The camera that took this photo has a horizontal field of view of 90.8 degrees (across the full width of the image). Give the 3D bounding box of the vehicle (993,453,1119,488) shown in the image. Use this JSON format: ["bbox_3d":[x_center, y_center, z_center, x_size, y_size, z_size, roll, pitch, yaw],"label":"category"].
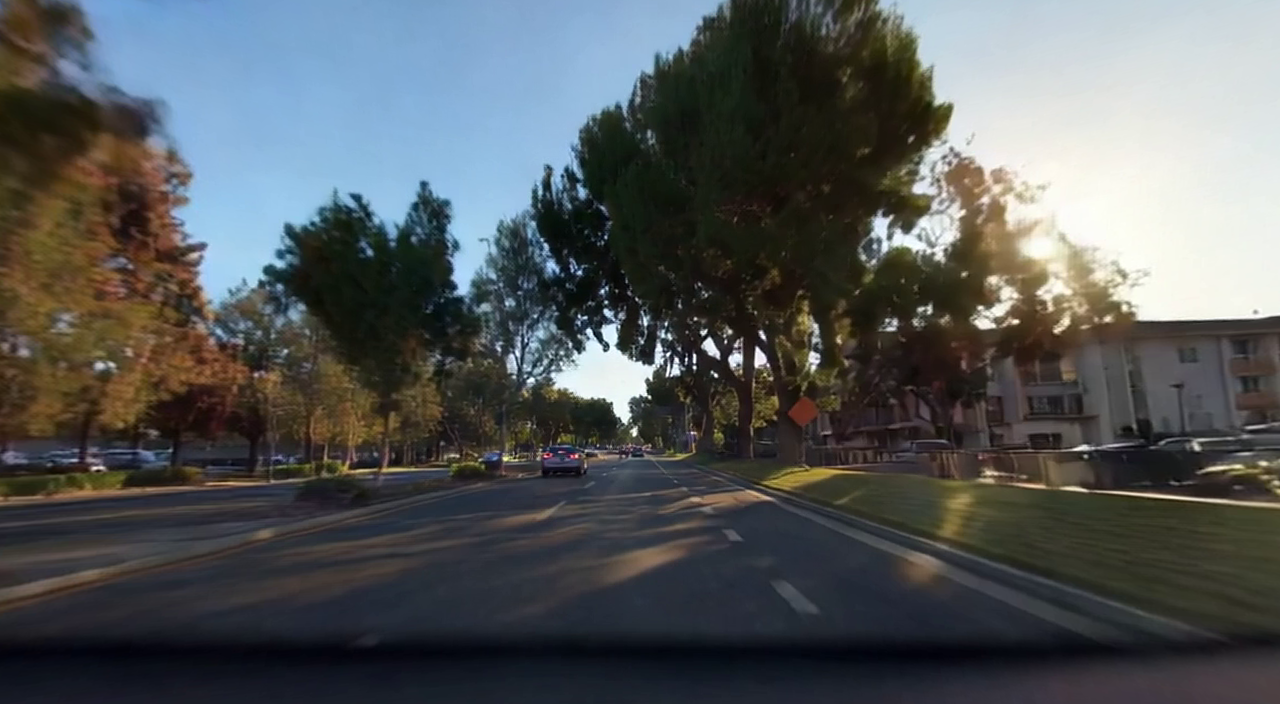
[{"bbox_3d":[17.948,5.113,27.338,4.230,1.384,1.882,1,-9,-7],"label":"vehicle"}]

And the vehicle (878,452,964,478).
[{"bbox_3d":[16.583,6.684,37.429,4.172,1.407,1.931,1,-9,-7],"label":"vehicle"}]

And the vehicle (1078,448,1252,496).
[{"bbox_3d":[18.526,4.210,22.441,4.520,1.557,2.056,1,-9,-6],"label":"vehicle"}]

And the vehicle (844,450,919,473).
[{"bbox_3d":[16.291,7.377,42.691,4.226,1.499,1.943,1,-9,-10],"label":"vehicle"}]

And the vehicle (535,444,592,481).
[{"bbox_3d":[-3.364,4.939,28.517,2.030,1.550,3.925,0,-8,1],"label":"vehicle"}]
